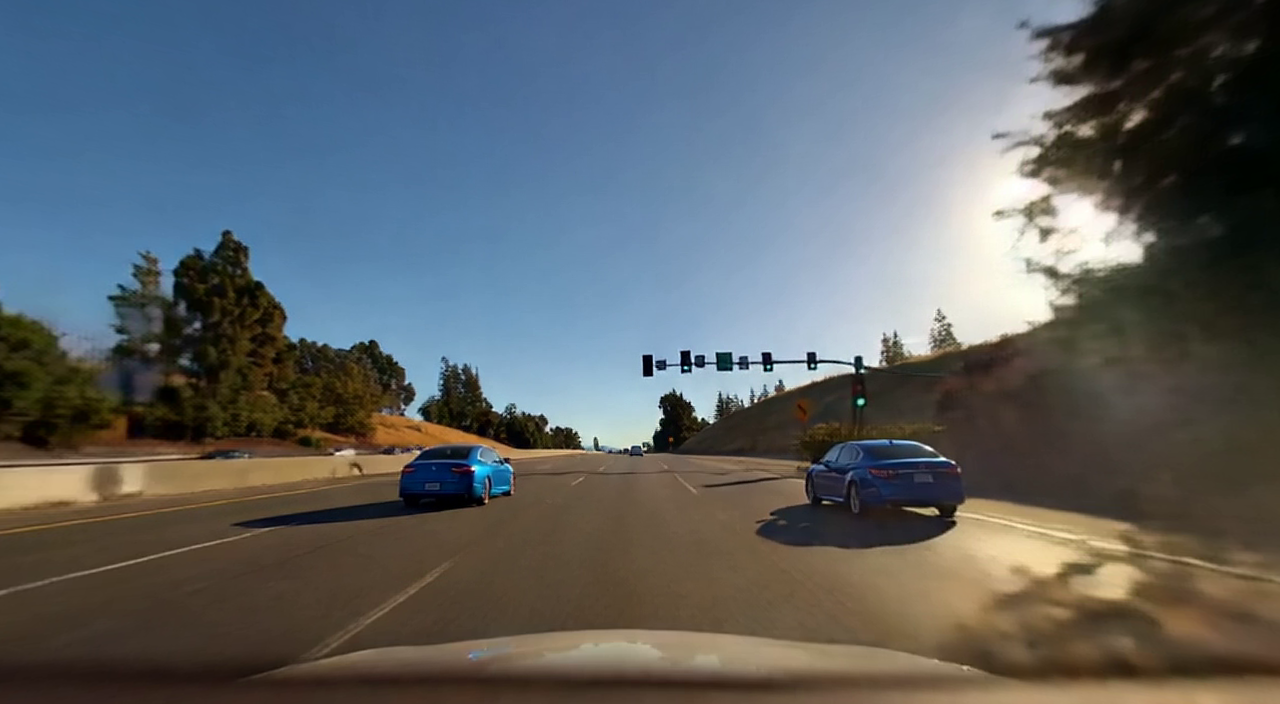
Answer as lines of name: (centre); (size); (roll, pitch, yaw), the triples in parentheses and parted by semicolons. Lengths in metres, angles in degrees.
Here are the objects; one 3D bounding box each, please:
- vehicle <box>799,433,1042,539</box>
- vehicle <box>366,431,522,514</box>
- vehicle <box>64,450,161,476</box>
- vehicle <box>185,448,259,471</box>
vehicle: (4.575, 2.256, 11.322); (2.049, 1.481, 4.774); (0, -9, -2)
vehicle: (-4.067, 2.578, 14.002); (1.987, 1.516, 4.478); (0, -9, 0)
vehicle: (-32.875, 6.921, 39.421); (1.949, 1.465, 4.795); (0, -9, 0)
vehicle: (-28.723, 7.393, 43.440); (1.827, 1.473, 4.641); (0, -9, 1)
